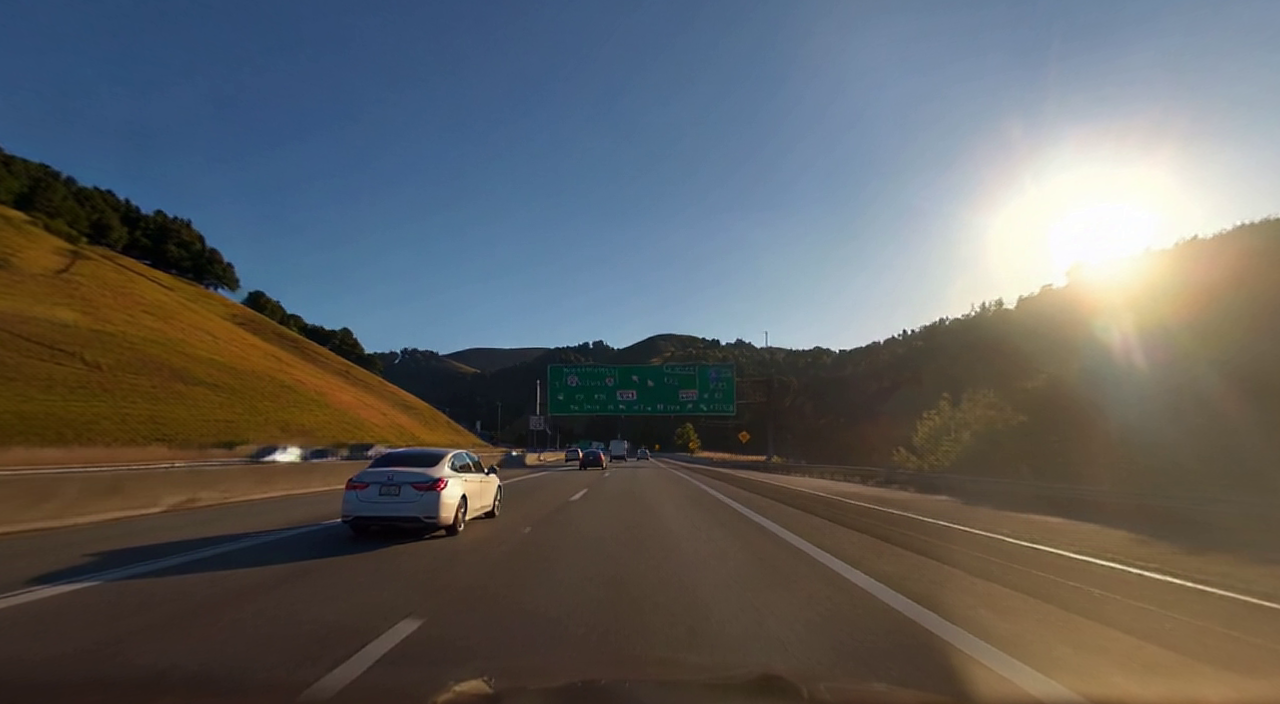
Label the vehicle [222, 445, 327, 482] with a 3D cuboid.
[{"bbox_3d":[-15.926,4.869,27.804,1.930,1.482,4.513,0,-9,0],"label":"vehicle"}]

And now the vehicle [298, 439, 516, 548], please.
[{"bbox_3d":[-3.580,2.263,10.791,1.988,1.440,4.504,0,-9,0],"label":"vehicle"}]

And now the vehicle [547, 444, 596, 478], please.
[{"bbox_3d":[-3.588,5.830,33.874,2.073,1.694,4.162,0,-9,1],"label":"vehicle"}]
